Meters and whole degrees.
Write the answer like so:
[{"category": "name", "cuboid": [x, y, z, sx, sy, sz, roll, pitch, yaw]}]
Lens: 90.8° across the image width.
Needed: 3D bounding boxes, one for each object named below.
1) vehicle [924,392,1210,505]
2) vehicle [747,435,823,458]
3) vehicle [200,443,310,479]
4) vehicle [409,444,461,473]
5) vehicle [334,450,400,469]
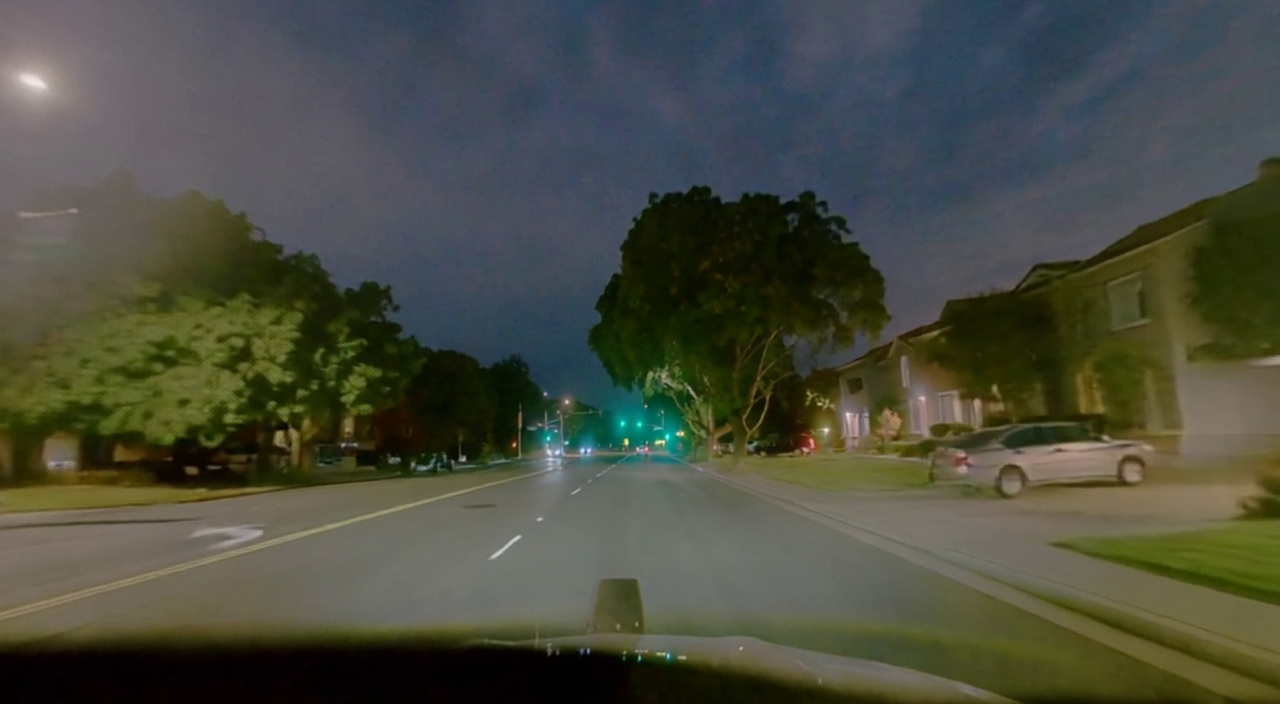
[{"category": "vehicle", "cuboid": [9.201, 2.095, 13.911, 4.790, 1.681, 2.029, -7, -8, -5]}, {"category": "vehicle", "cuboid": [9.944, 6.525, 43.551, 4.660, 1.513, 2.067, 0, -8, -4]}, {"category": "vehicle", "cuboid": [-21.219, 6.002, 34.966, 4.756, 1.869, 2.042, -1, -8, 3]}, {"category": "vehicle", "cuboid": [-14.487, 7.509, 44.953, 2.008, 1.908, 5.305, 0, -8, -1]}, {"category": "vehicle", "cuboid": [-21.195, 8.326, 49.101, 4.284, 1.431, 1.811, 0, -8, 0]}]
